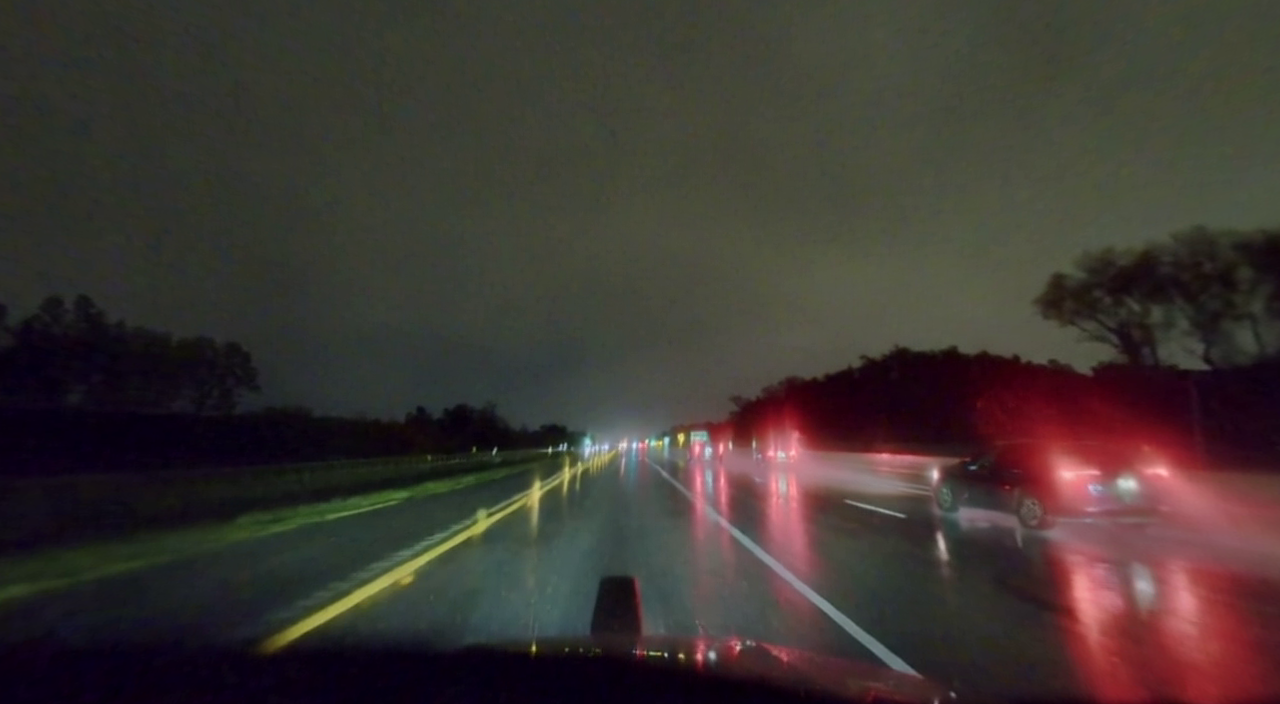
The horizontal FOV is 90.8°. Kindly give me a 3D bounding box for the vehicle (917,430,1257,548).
[{"bbox_3d":[6.870,2.126,10.664,2.046,1.509,4.929,0,-8,-1],"label":"vehicle"}]

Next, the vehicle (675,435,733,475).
[{"bbox_3d":[2.992,4.935,30.586,2.141,1.785,4.778,0,-8,-2],"label":"vehicle"}]
